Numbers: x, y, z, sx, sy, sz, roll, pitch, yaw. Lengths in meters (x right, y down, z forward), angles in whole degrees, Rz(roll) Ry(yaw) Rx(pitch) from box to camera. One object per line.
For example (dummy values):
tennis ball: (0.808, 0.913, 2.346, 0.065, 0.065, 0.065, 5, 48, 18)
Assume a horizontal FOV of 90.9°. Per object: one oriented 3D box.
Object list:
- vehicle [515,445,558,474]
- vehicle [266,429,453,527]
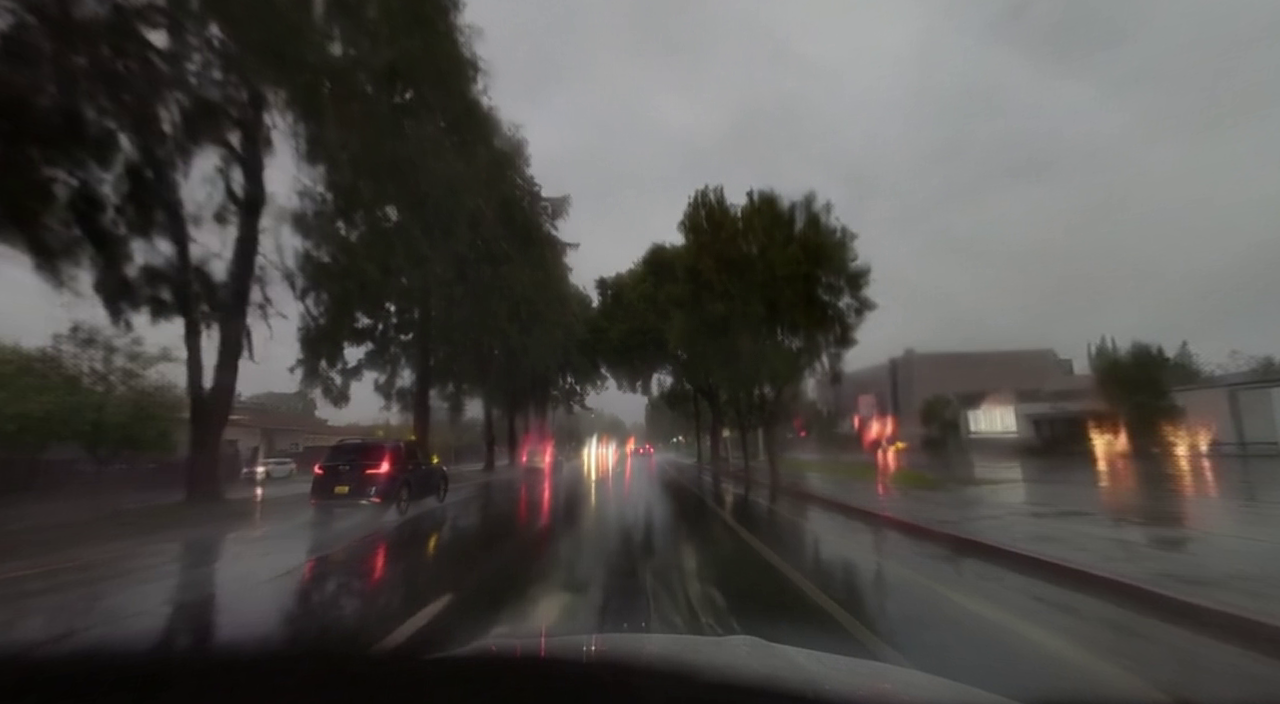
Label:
vehicle: (-6.453, 6.741, 39.829, 1.985, 1.708, 4.310, 0, -9, 0)
vehicle: (-5.789, 2.639, 13.763, 2.123, 1.761, 4.322, 0, -9, -1)
